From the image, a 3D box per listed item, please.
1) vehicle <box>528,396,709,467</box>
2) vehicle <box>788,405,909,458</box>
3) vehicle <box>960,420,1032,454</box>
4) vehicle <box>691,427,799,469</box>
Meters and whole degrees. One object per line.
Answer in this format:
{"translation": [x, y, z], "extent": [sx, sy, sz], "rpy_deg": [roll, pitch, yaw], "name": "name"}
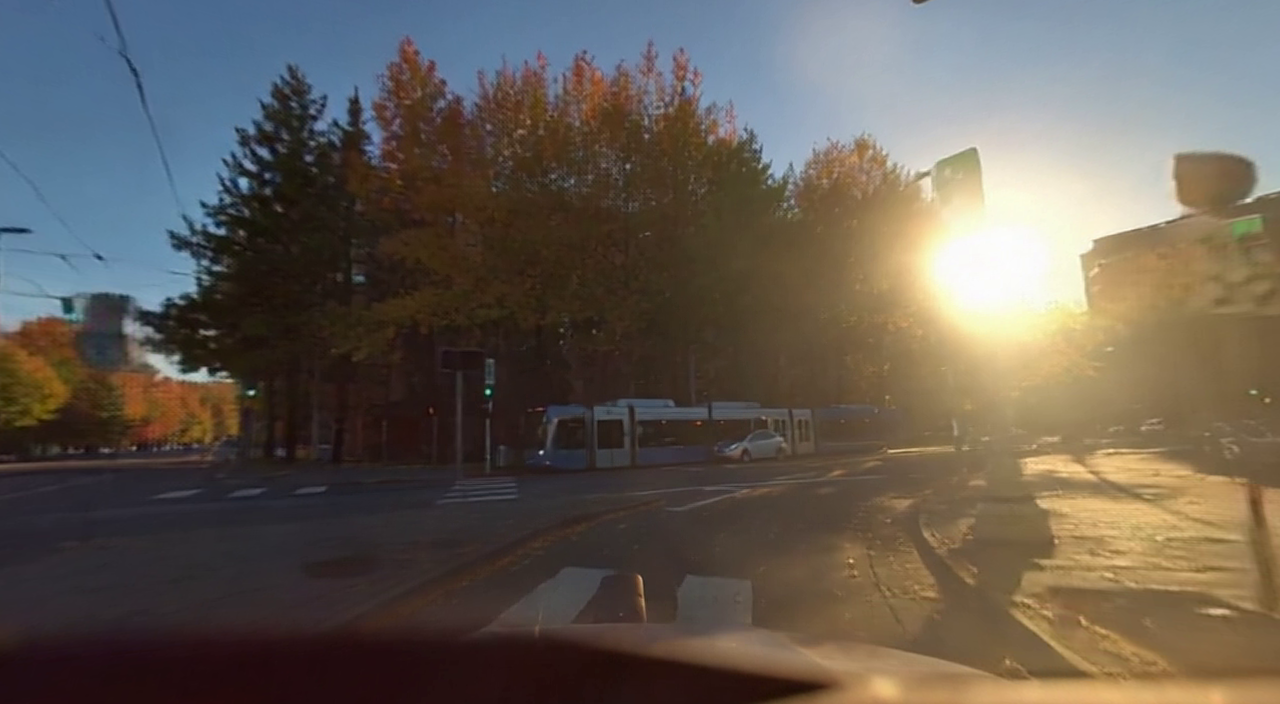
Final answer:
{"translation": [-1.035, 4.730, 36.694], "extent": [10.391, 3.725, 2.904], "rpy_deg": [5, -10, -30], "name": "vehicle"}
{"translation": [15.879, 5.898, 47.238], "extent": [10.068, 3.618, 2.878], "rpy_deg": [3, -9, -34], "name": "vehicle"}
{"translation": [23.211, 5.574, 40.807], "extent": [4.386, 2.070, 2.092], "rpy_deg": [5, -10, -32], "name": "vehicle"}
{"translation": [4.839, 4.407, 28.758], "extent": [4.687, 1.760, 2.028], "rpy_deg": [5, -10, -33], "name": "vehicle"}
